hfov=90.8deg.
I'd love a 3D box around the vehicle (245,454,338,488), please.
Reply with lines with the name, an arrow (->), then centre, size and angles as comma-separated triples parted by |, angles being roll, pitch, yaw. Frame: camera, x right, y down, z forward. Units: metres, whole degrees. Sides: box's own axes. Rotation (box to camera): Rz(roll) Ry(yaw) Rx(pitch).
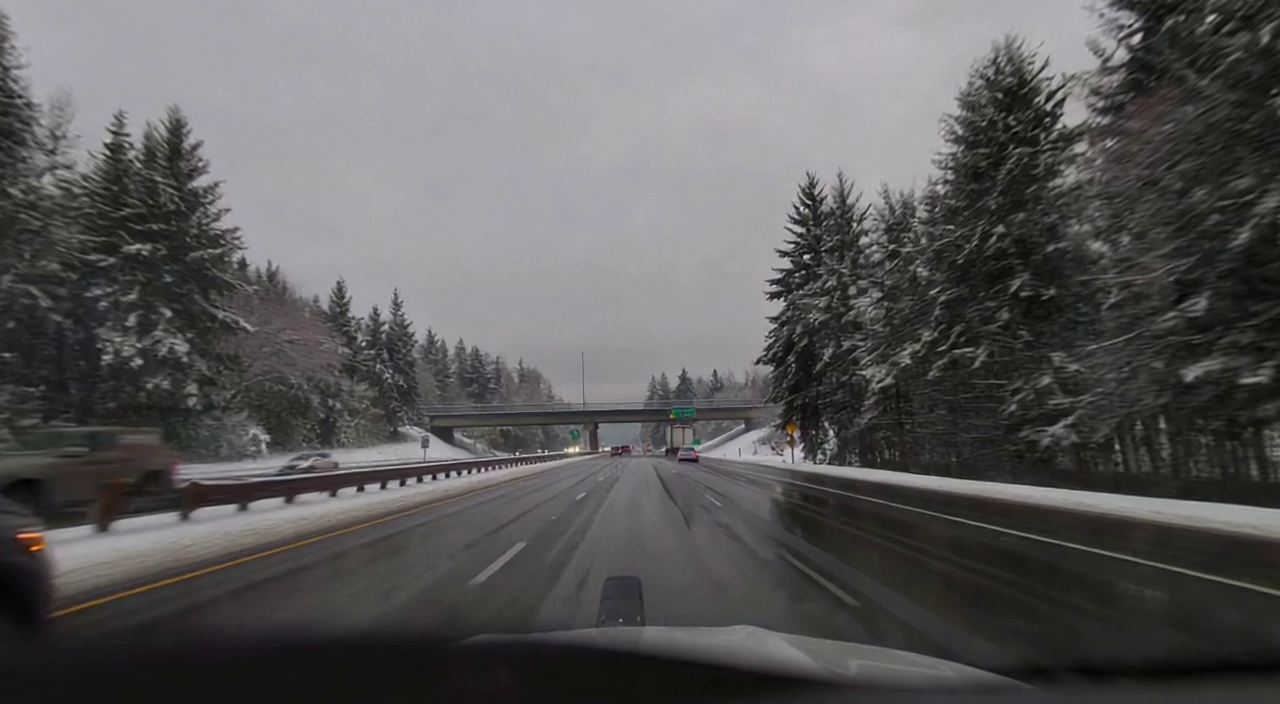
vehicle -> -15.976, 5.438, 29.221 | 1.818, 1.418, 4.297 | 0, -9, 1

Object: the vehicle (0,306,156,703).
vehicle -> -3.368, 0.492, 0.556 | 2.238, 1.792, 4.518 | 0, -9, 0
